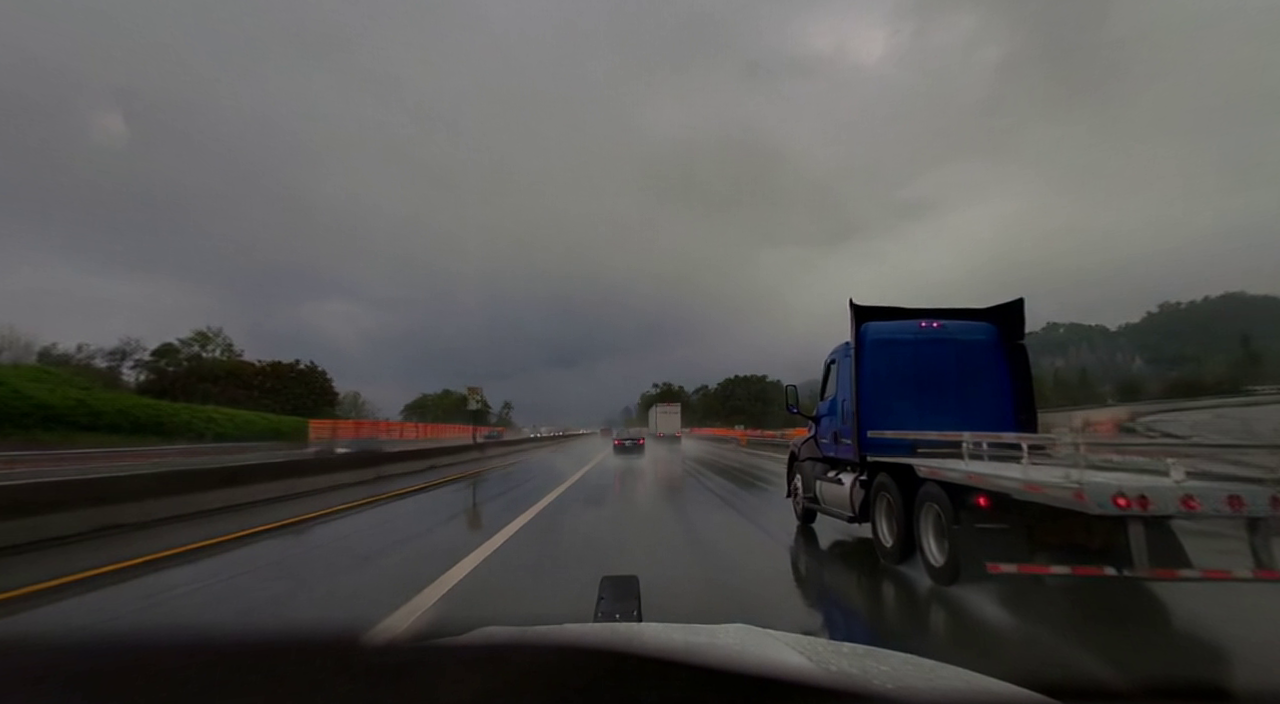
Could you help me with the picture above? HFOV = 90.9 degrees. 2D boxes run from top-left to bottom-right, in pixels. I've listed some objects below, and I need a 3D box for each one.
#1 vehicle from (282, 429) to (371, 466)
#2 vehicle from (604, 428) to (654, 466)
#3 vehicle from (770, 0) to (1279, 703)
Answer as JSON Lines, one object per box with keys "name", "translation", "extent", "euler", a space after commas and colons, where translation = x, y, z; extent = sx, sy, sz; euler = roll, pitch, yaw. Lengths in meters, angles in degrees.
{"name": "vehicle", "translation": [-12.969, 3.964, 26.373], "extent": [1.755, 1.440, 3.891], "euler": [0, -7, -1]}
{"name": "vehicle", "translation": [-0.474, 3.896, 26.132], "extent": [1.929, 1.469, 3.677], "euler": [0, -7, -1]}
{"name": "vehicle", "translation": [3.480, 0.021, 3.514], "extent": [2.919, 3.634, 10.888], "euler": [0, -8, -2]}
